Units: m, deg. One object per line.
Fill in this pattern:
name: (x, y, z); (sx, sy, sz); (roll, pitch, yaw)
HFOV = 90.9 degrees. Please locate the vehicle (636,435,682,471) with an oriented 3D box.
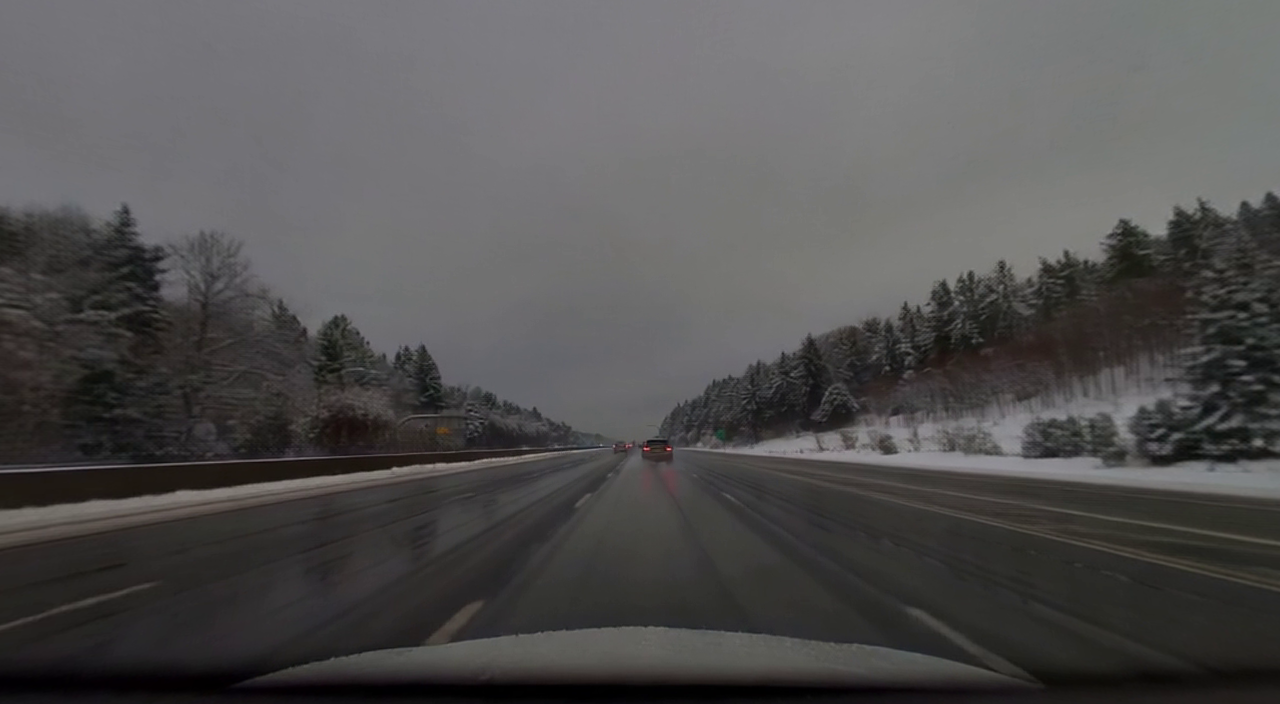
vehicle: (0.945, 5.400, 33.961); (2.260, 1.766, 4.348); (0, -8, 0)
